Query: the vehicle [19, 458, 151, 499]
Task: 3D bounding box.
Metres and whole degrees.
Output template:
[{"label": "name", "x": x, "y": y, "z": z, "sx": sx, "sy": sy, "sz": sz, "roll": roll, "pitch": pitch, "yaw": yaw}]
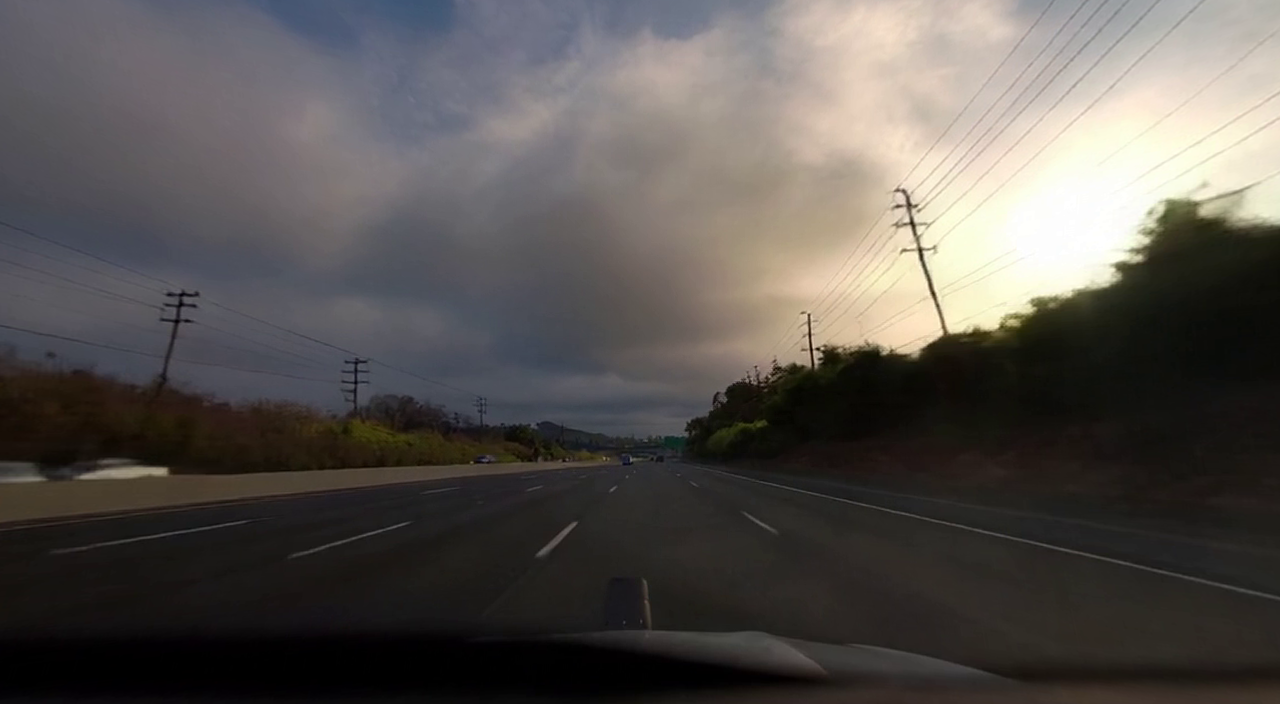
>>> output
[{"label": "vehicle", "x": -21.910, "y": 4.974, "z": 25.094, "sx": 1.789, "sy": 1.430, "sz": 3.710, "roll": 0, "pitch": -9, "yaw": 1}]
